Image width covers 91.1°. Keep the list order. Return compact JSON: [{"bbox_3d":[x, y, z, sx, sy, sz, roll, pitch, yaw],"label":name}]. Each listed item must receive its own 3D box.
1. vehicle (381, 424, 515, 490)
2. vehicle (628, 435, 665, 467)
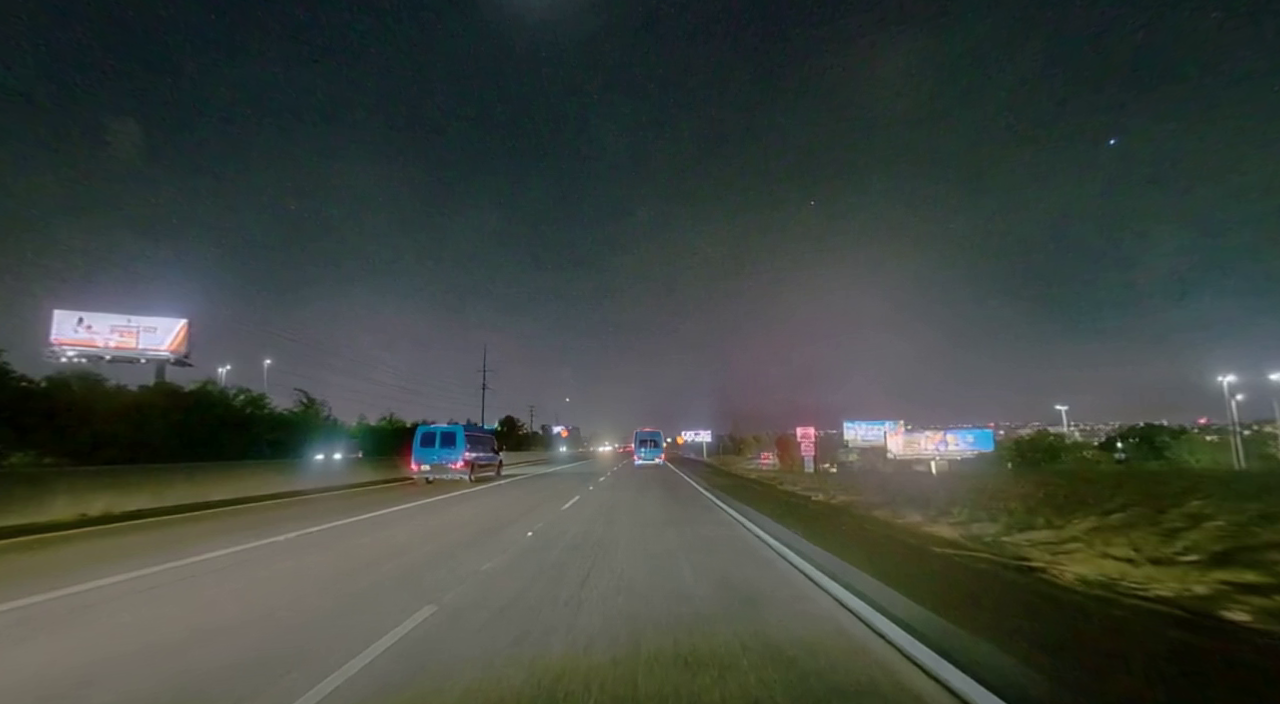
[{"bbox_3d":[-6.817,3.864,23.501,2.695,2.084,6.836,0,-8,1],"label":"vehicle"},{"bbox_3d":[0.513,7.593,48.373,2.692,2.279,5.695,0,-8,1],"label":"vehicle"}]
